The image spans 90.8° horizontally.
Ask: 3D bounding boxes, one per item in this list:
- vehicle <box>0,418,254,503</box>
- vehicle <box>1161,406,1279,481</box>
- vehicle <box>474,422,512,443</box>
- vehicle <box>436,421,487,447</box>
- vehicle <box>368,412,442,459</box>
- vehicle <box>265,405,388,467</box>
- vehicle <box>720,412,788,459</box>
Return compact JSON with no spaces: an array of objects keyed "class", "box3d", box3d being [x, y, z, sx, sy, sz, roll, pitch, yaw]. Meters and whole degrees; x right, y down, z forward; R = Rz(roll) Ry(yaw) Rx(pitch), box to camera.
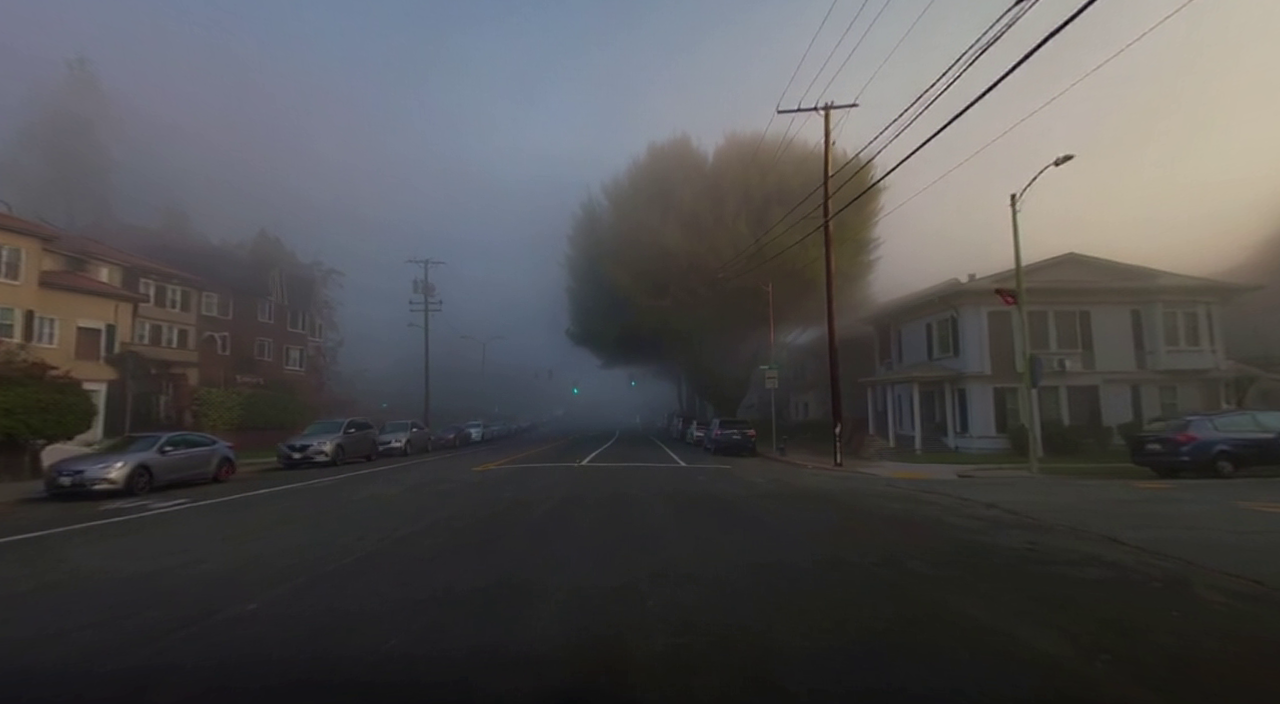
[{"class":"vehicle","box3d":[-11.111,2.368,14.085,2.082,1.540,4.654,0,-9,0]},{"class":"vehicle","box3d":[13.636,2.055,14.634,2.122,1.474,4.313,-8,-10,41]},{"class":"vehicle","box3d":[-11.366,6.275,49.051,1.903,1.535,4.342,0,-9,-1]},{"class":"vehicle","box3d":[-11.124,5.197,39.678,2.051,1.520,4.374,0,-9,-2]},{"class":"vehicle","box3d":[-11.327,4.009,30.766,1.926,1.998,4.447,-4,-6,-1]},{"class":"vehicle","box3d":[-11.125,3.084,22.887,2.056,1.980,4.763,0,-9,-1]},{"class":"vehicle","box3d":[4.387,3.329,24.899,1.867,1.680,4.176,0,-9,0]}]
